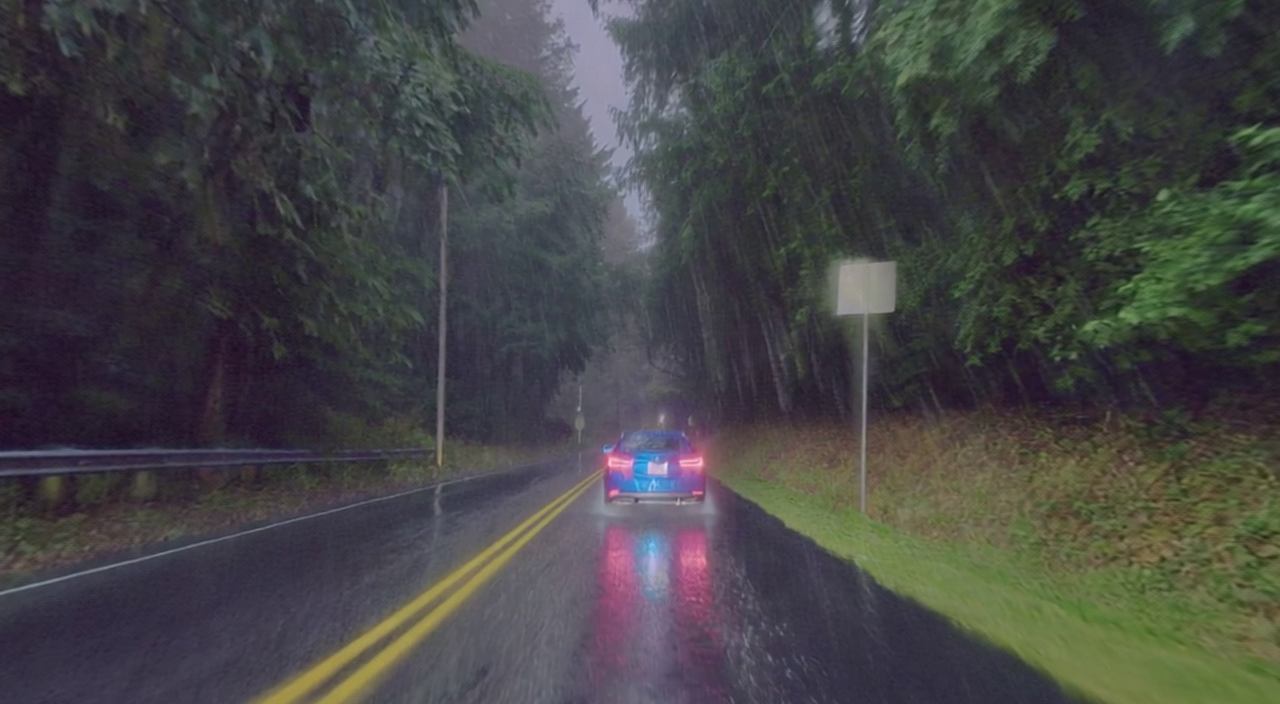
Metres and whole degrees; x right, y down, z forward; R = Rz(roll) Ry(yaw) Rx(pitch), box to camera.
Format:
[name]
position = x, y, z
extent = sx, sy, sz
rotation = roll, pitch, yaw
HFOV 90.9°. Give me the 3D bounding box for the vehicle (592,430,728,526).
[vehicle]
position = 0.325, 2.323, 12.157
extent = 2.187, 1.533, 3.726
rotation = 0, -8, 0
